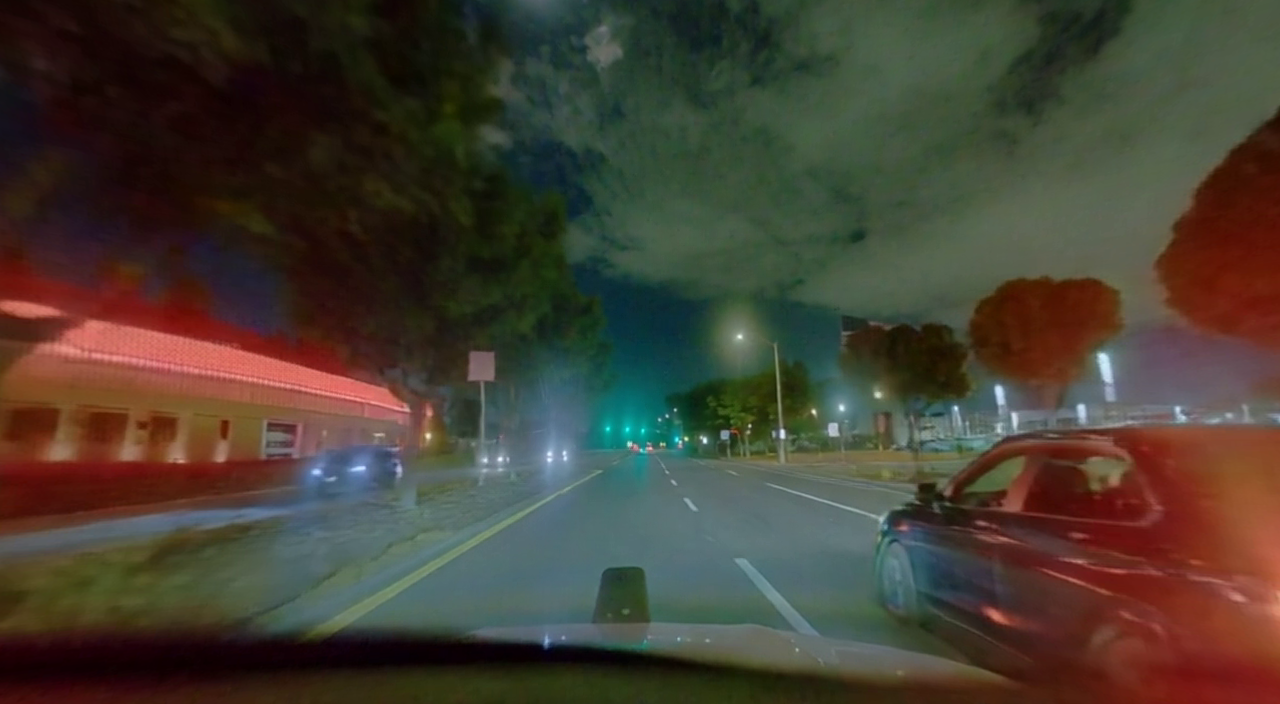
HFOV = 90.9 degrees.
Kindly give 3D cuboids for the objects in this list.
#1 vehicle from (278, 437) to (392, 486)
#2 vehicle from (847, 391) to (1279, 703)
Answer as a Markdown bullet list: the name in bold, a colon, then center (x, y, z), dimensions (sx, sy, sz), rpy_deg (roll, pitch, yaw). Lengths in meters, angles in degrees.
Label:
- **vehicle**: center (-11.366, 4.112, 23.925), dimensions (1.985, 1.658, 4.541), rpy_deg (0, -8, 1)
- **vehicle**: center (3.017, 1.098, 3.534), dimensions (2.091, 1.472, 4.697), rpy_deg (0, -8, 0)
